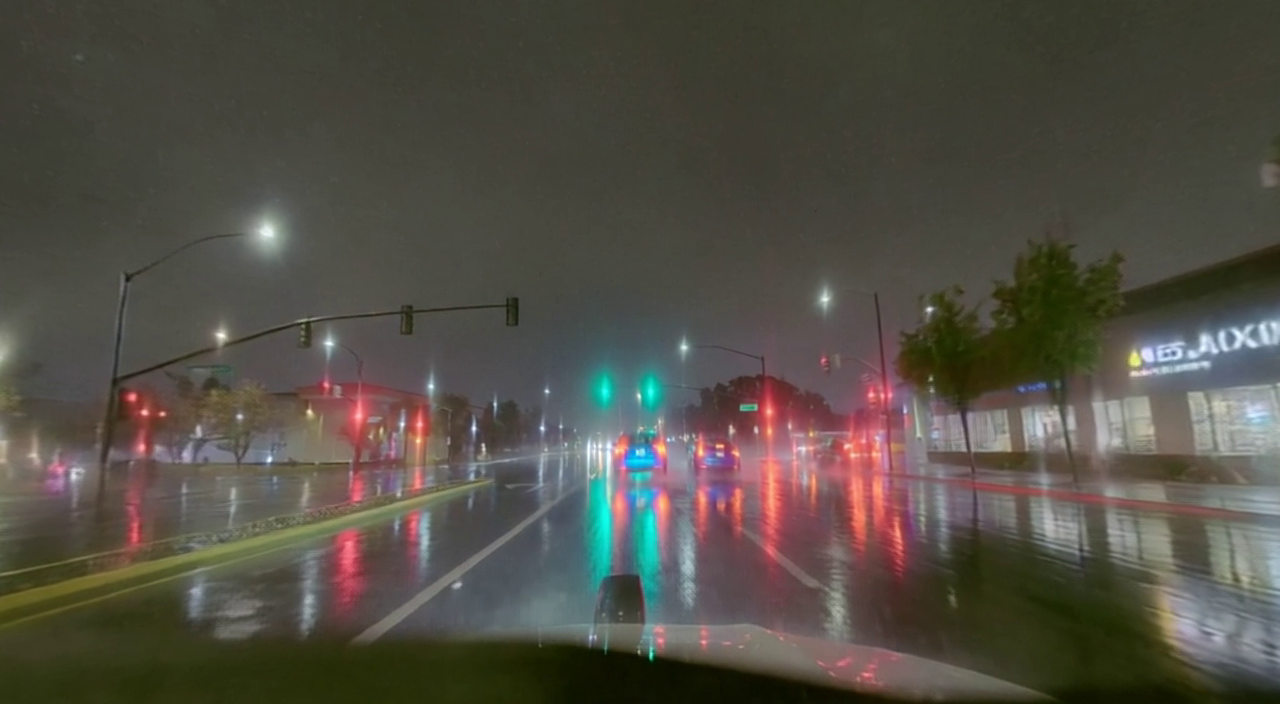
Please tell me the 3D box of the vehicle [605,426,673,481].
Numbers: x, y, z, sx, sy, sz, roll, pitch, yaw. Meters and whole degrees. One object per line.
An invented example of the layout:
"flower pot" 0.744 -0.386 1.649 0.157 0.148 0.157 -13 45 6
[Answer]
"vehicle" -0.121 3.968 24.865 2.413 1.939 4.716 0 -8 -2

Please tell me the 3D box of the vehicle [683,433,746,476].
"vehicle" 3.203 4.519 28.129 2.107 1.736 4.228 0 -9 -2
